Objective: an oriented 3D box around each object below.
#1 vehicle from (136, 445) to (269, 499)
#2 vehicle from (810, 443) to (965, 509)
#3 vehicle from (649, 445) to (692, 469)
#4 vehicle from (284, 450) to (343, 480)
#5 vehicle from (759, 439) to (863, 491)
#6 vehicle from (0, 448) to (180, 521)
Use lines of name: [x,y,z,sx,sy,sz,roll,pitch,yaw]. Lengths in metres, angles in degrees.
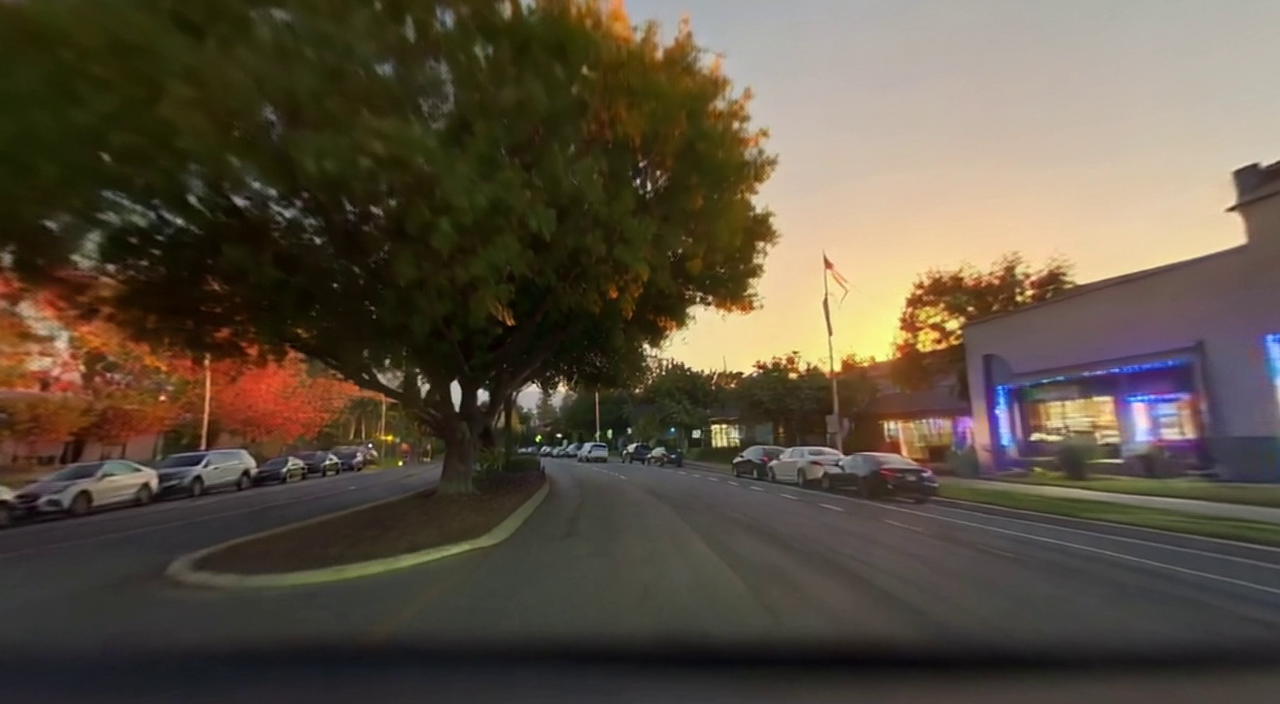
vehicle: [-16.304,4.446,23.928,1.876,1.772,5.125,0,-9,-7]
vehicle: [6.568,3.310,17.480,1.872,1.515,4.799,0,-9,-7]
vehicle: [2.086,7.411,44.794,2.012,1.517,4.287,1,-9,-12]
vehicle: [-18.503,6.404,35.994,1.906,1.542,4.210,1,-9,-13]
vehicle: [5.923,3.957,22.490,2.065,1.632,4.206,0,-9,-7]
vehicle: [-15.416,3.584,17.738,1.927,1.748,4.474,0,-9,-6]
